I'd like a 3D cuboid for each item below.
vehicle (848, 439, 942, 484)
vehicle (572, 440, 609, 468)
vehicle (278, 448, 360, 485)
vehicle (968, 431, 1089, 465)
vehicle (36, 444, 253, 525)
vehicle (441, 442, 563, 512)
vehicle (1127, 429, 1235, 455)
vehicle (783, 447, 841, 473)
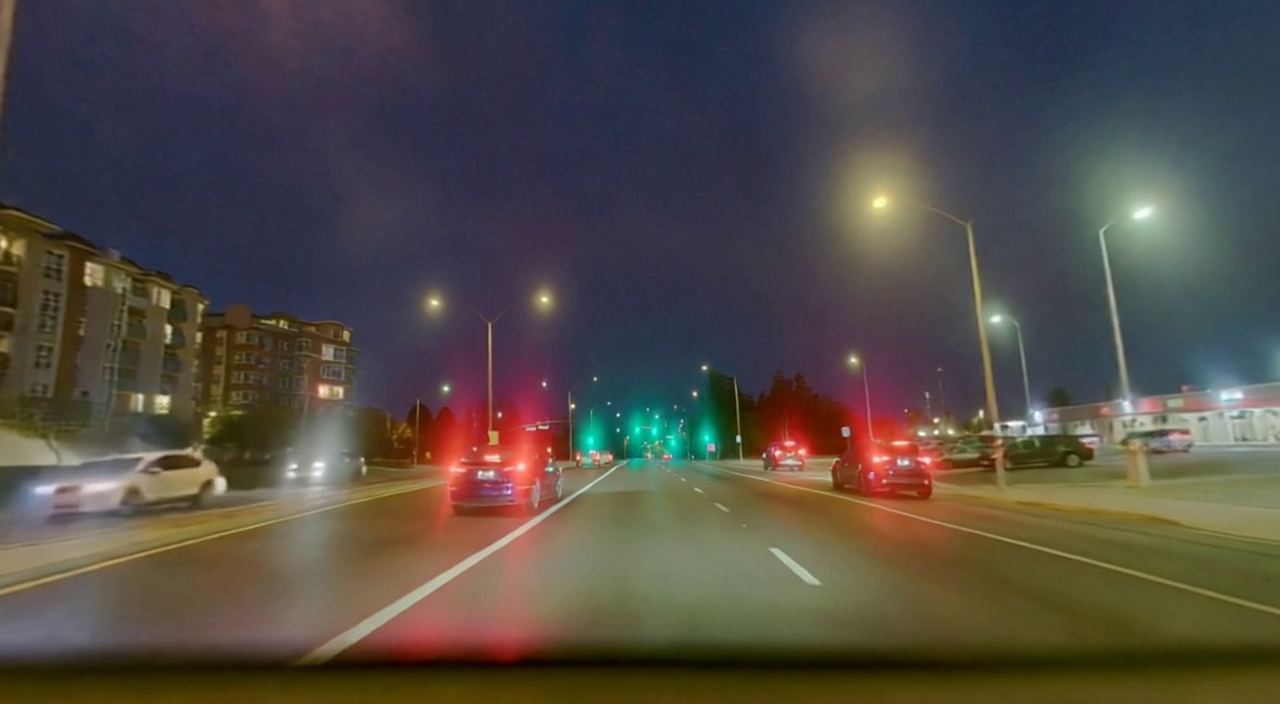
[{"bbox_3d":[10.377,4.488,26.148,1.975,1.677,4.400,0,-8,-1],"label":"vehicle"},{"bbox_3d":[-3.404,7.176,44.643,2.220,1.888,4.904,0,-8,0],"label":"vehicle"},{"bbox_3d":[-15.003,5.357,29.807,1.854,1.586,4.043,0,-8,-2],"label":"vehicle"},{"bbox_3d":[18.453,4.593,30.154,4.416,1.519,1.988,-1,-9,2],"label":"vehicle"},{"bbox_3d":[-10.694,2.832,14.052,1.867,1.524,3.654,0,-8,-2],"label":"vehicle"},{"bbox_3d":[-3.185,2.975,15.578,2.144,1.447,4.421,0,-8,-2],"label":"vehicle"},{"bbox_3d":[34.689,5.779,40.644,4.771,1.577,2.205,-1,-8,3],"label":"vehicle"},{"bbox_3d":[10.236,6.455,37.947,2.045,1.418,4.869,0,-8,-1],"label":"vehicle"}]
